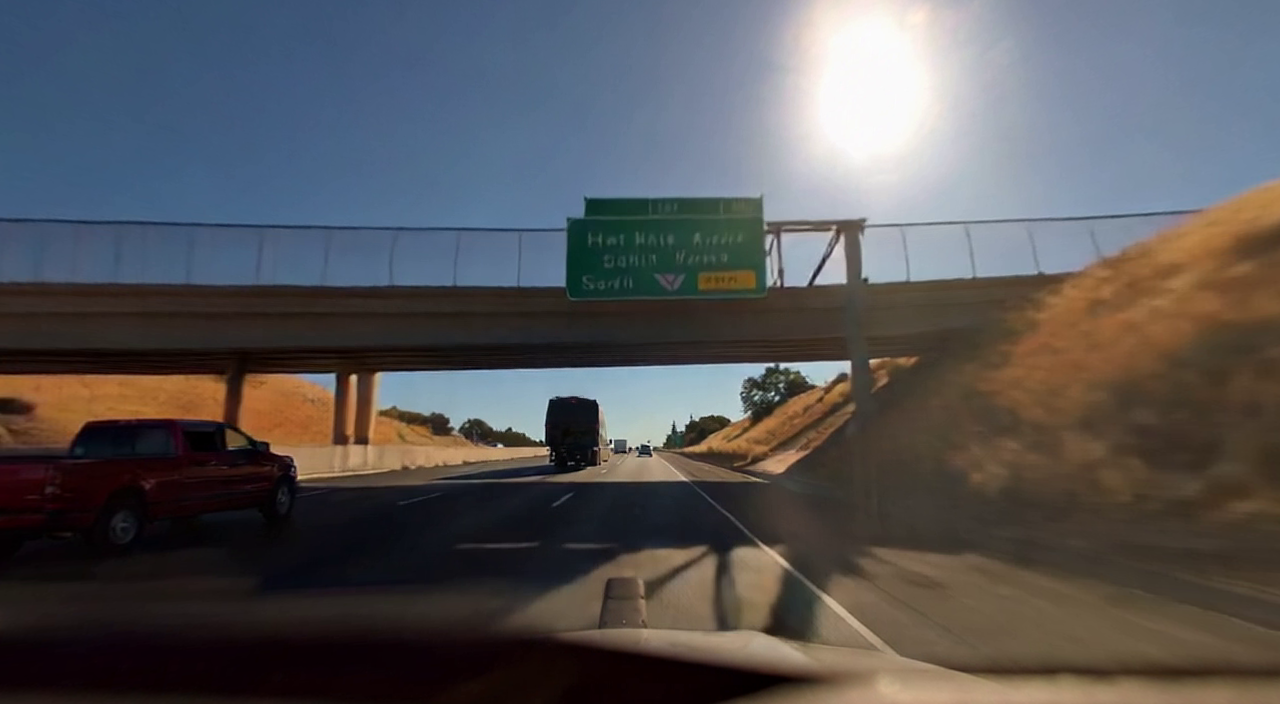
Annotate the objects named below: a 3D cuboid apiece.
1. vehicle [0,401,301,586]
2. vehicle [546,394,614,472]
[{"bbox_3d":[-7.437,1.809,9.066,2.175,1.860,5.236,0,-8,0],"label":"vehicle"},{"bbox_3d":[-3.456,5.363,40.722,2.893,4.073,15.281,0,-8,0],"label":"vehicle"}]
